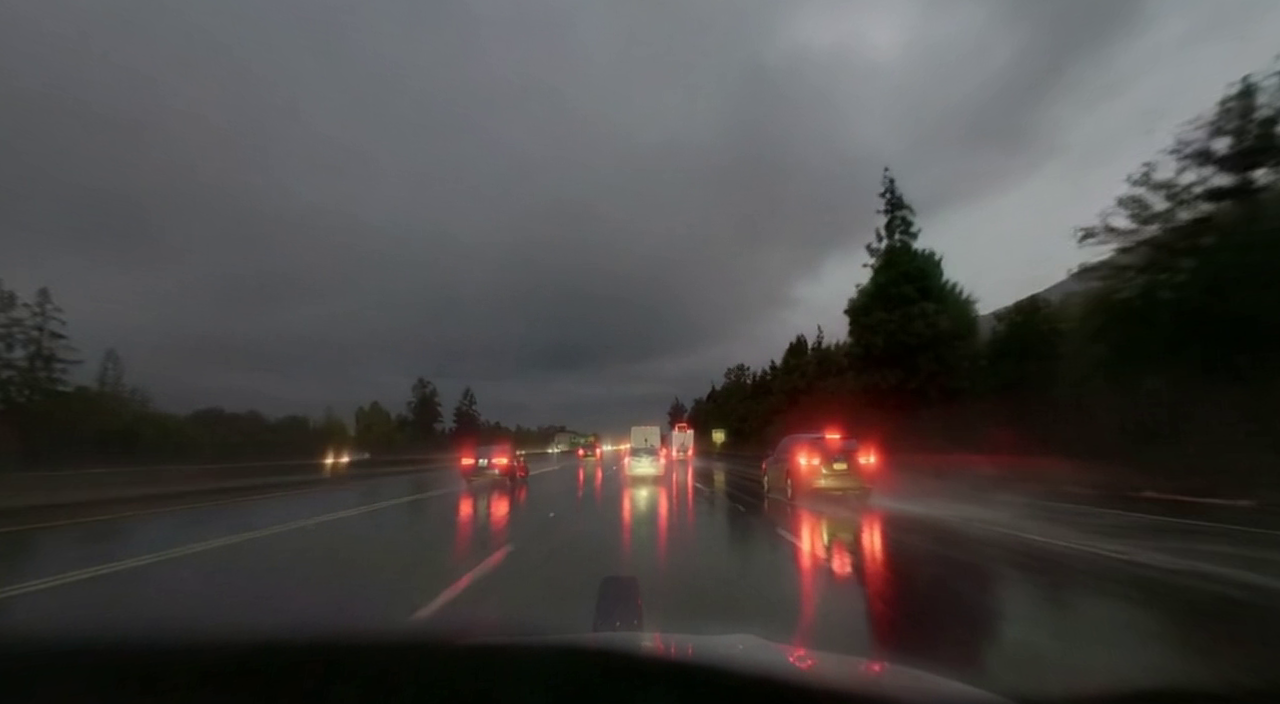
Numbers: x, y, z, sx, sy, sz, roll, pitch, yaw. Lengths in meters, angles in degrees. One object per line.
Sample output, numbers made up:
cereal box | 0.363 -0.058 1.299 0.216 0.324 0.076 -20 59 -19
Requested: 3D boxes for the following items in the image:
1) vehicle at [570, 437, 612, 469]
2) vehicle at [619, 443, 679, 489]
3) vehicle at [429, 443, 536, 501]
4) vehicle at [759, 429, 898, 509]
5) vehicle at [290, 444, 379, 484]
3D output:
vehicle | -3.197 6.745 41.780 2.230 1.973 4.403 -1 -9 2
vehicle | 0.310 4.213 23.502 2.015 1.526 4.286 0 -9 0
vehicle | -4.481 3.484 18.589 1.967 1.473 4.439 0 -9 1
vehicle | 4.337 2.777 15.235 2.018 1.639 4.149 0 -9 -1
vehicle | -16.056 5.898 33.312 2.126 1.959 4.926 -1 -9 1
